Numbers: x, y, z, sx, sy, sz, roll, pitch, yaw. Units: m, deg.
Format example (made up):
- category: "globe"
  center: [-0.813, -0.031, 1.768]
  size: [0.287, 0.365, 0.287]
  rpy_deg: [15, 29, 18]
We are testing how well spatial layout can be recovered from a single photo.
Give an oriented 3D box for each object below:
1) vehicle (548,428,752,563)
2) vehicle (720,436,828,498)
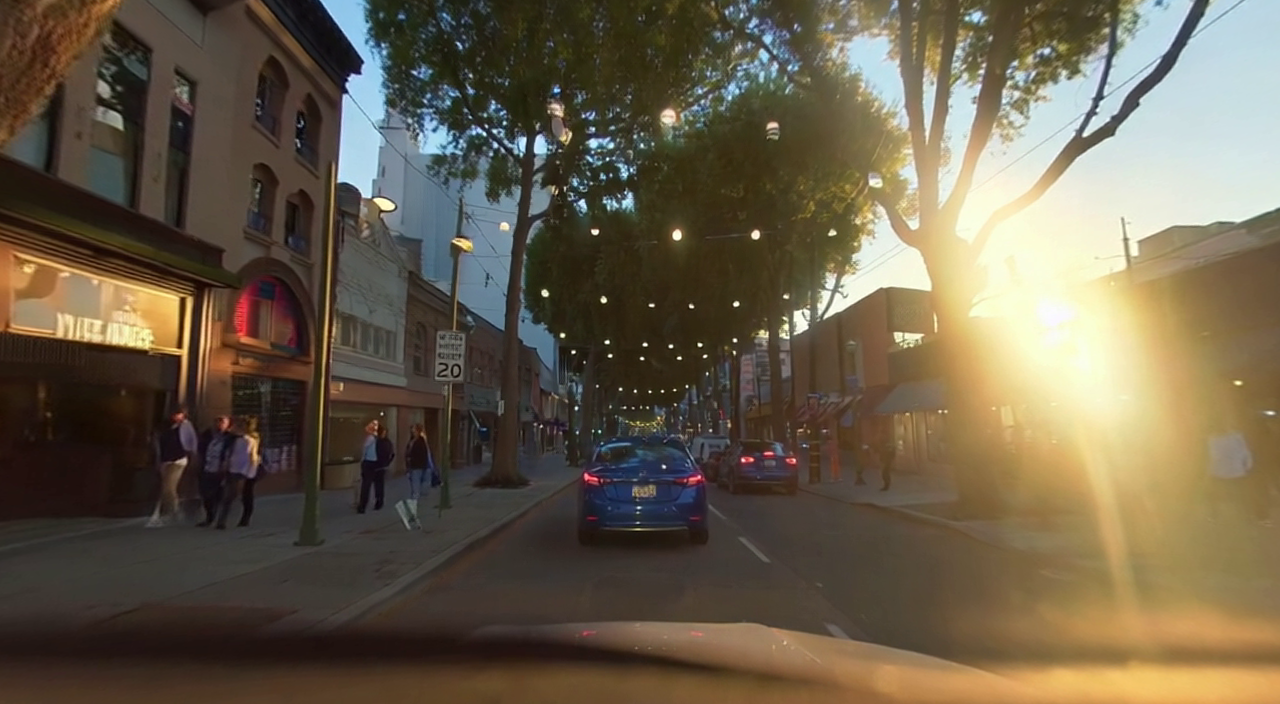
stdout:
- category: "vehicle"
  center: [0.076, 1.903, 9.128]
  size: [2.261, 1.474, 4.130]
  rpy_deg: [0, -8, -1]
- category: "vehicle"
  center: [3.621, 3.188, 17.953]
  size: [2.025, 1.523, 4.426]
  rpy_deg: [0, -9, -1]
